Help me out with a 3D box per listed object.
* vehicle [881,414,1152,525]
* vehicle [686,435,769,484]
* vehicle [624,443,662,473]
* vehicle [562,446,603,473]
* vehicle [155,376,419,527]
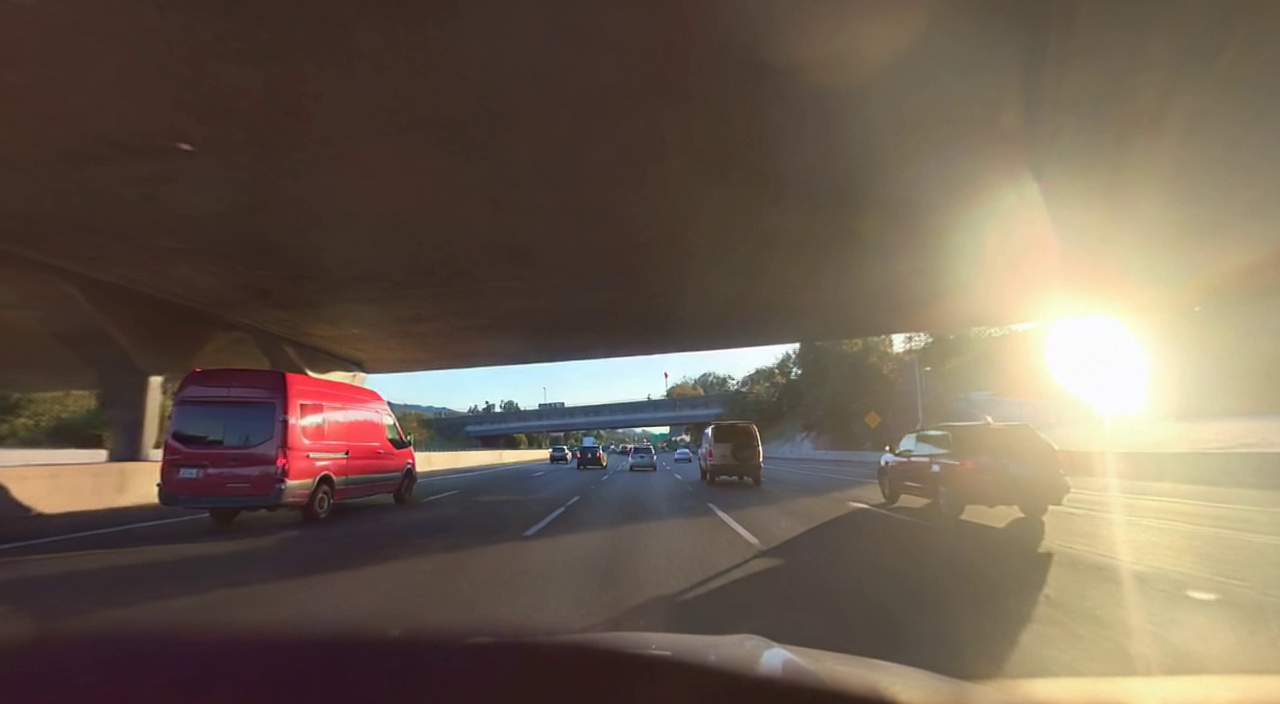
[{"bbox_3d":[7.468,2.416,13.569,2.304,1.840,5.706,0,-9,0],"label":"vehicle"},{"bbox_3d":[3.645,4.641,27.556,2.777,1.895,5.710,0,-9,0],"label":"vehicle"},{"bbox_3d":[0.165,6.166,36.837,2.115,1.617,4.102,0,-9,0],"label":"vehicle"},{"bbox_3d":[-3.341,6.340,37.415,1.970,1.483,4.071,0,-9,1],"label":"vehicle"},{"bbox_3d":[-7.544,2.275,14.720,2.336,2.708,6.421,0,-9,1],"label":"vehicle"}]
